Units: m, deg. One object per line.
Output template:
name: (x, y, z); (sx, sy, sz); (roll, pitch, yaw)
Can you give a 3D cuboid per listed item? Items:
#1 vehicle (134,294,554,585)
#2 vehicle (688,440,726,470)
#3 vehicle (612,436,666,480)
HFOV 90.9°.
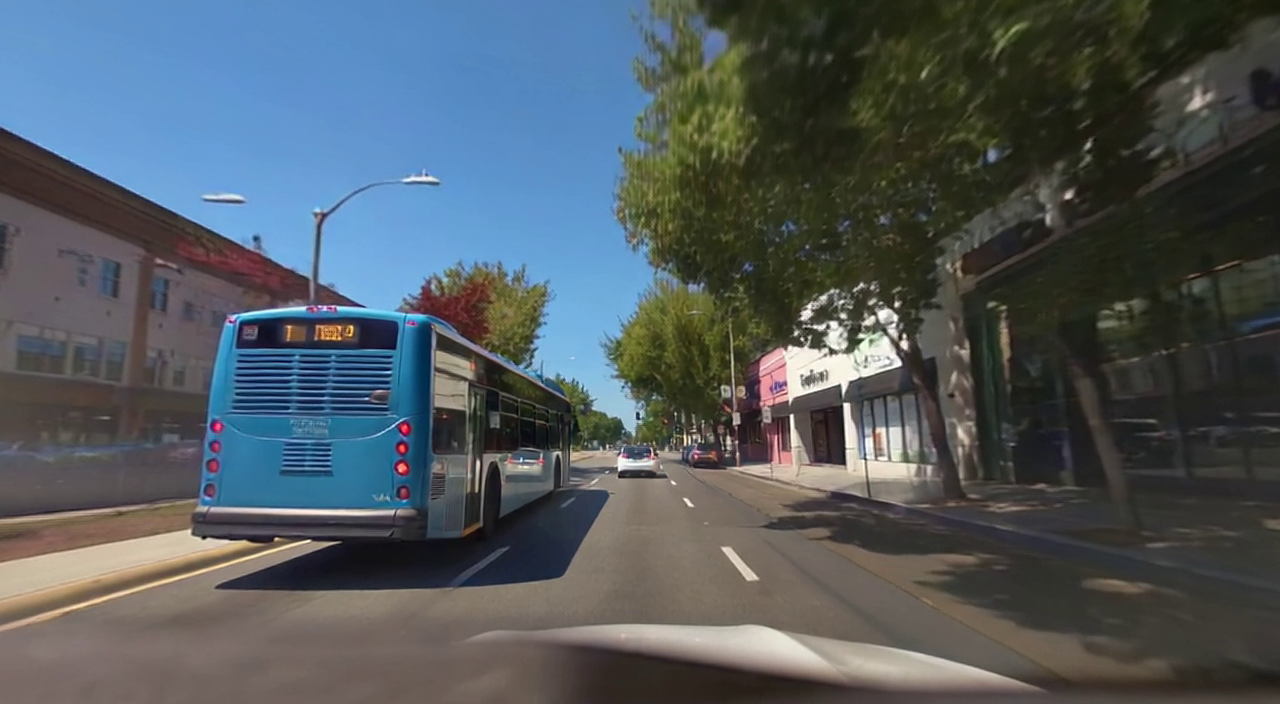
vehicle: (-3.508, 1.282, 10.604); (2.920, 2.884, 8.588); (0, -6, 0)
vehicle: (4.327, 6.716, 41.351); (2.138, 1.787, 4.522); (-1, -8, 2)
vehicle: (-0.025, 4.468, 26.833); (2.120, 1.727, 3.917); (-1, -8, 1)
